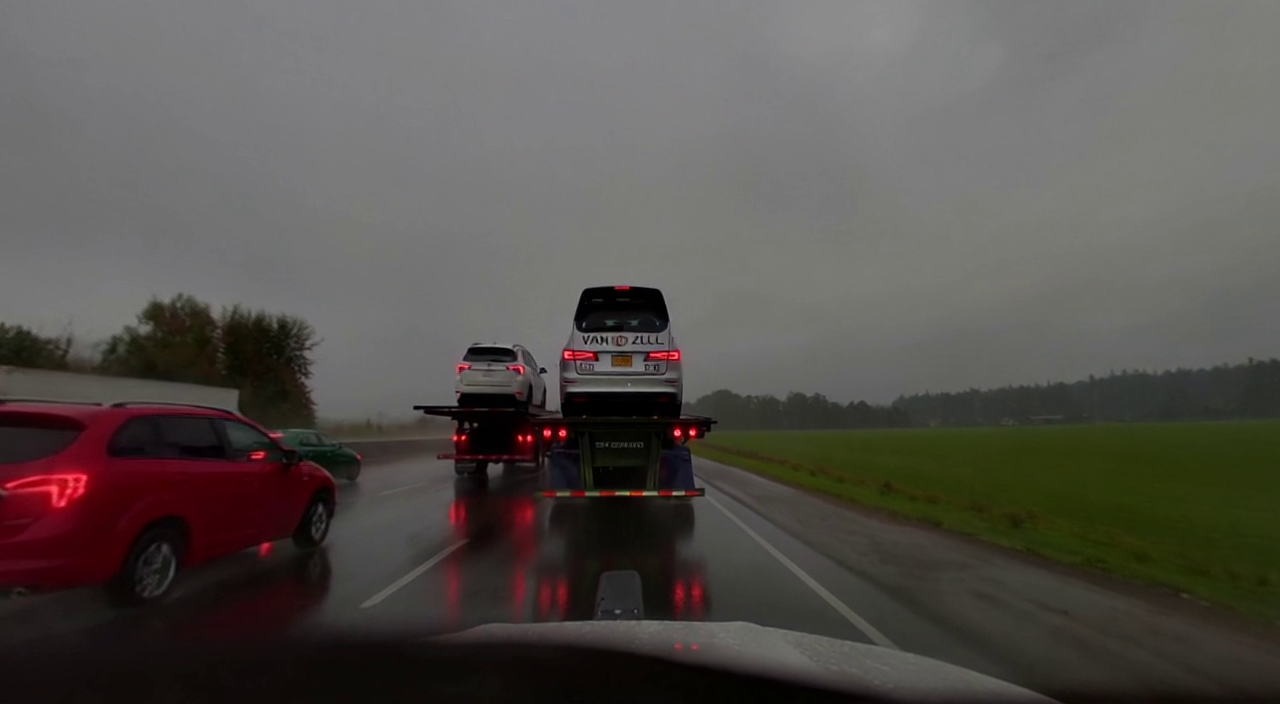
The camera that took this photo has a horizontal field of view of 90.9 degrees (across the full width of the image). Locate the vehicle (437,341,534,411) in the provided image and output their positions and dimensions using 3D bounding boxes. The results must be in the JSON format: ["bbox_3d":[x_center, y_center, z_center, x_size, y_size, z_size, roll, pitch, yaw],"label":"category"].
[{"bbox_3d":[-4.732,0.876,20.061,2.118,1.799,4.591,0,-7,-3],"label":"vehicle"}]

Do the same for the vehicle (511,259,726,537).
[{"bbox_3d":[-0.428,1.150,12.863,2.738,3.628,9.223,0,-7,-2],"label":"vehicle"}]

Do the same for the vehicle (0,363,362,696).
[{"bbox_3d":[-4.237,1.168,5.289,1.914,1.675,4.331,0,-7,-2],"label":"vehicle"}]
